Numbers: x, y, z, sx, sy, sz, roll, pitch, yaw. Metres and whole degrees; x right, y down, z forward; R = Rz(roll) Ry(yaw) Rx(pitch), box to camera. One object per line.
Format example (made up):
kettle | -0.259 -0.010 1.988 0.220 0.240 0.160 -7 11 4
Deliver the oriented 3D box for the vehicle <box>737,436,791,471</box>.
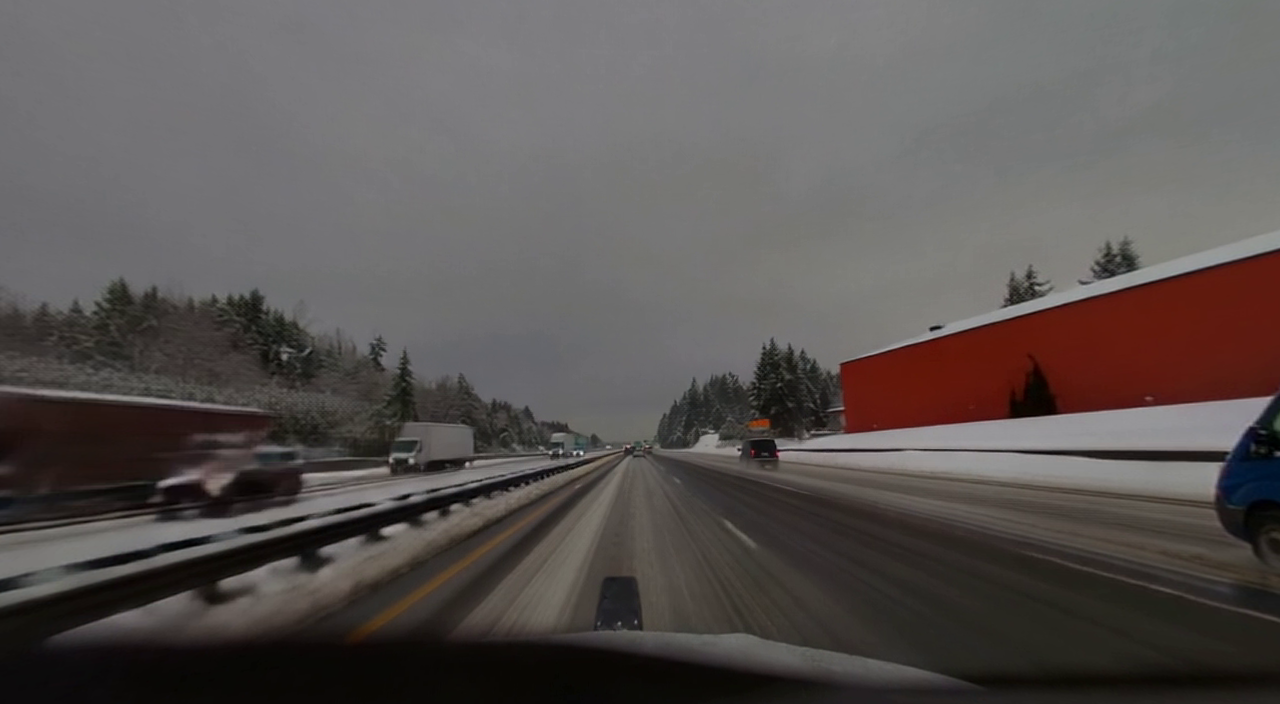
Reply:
vehicle | 7.384 6.145 38.084 2.156 1.943 5.010 0 -9 -1

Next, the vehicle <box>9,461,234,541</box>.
vehicle | -11.281 3.210 14.112 1.741 1.447 3.839 0 -9 0

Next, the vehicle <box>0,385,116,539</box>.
vehicle | -15.855 2.478 14.169 2.894 3.430 5.832 0 -9 -1

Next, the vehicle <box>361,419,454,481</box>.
vehicle | -16.292 6.988 45.001 2.966 3.933 9.734 0 -9 0
